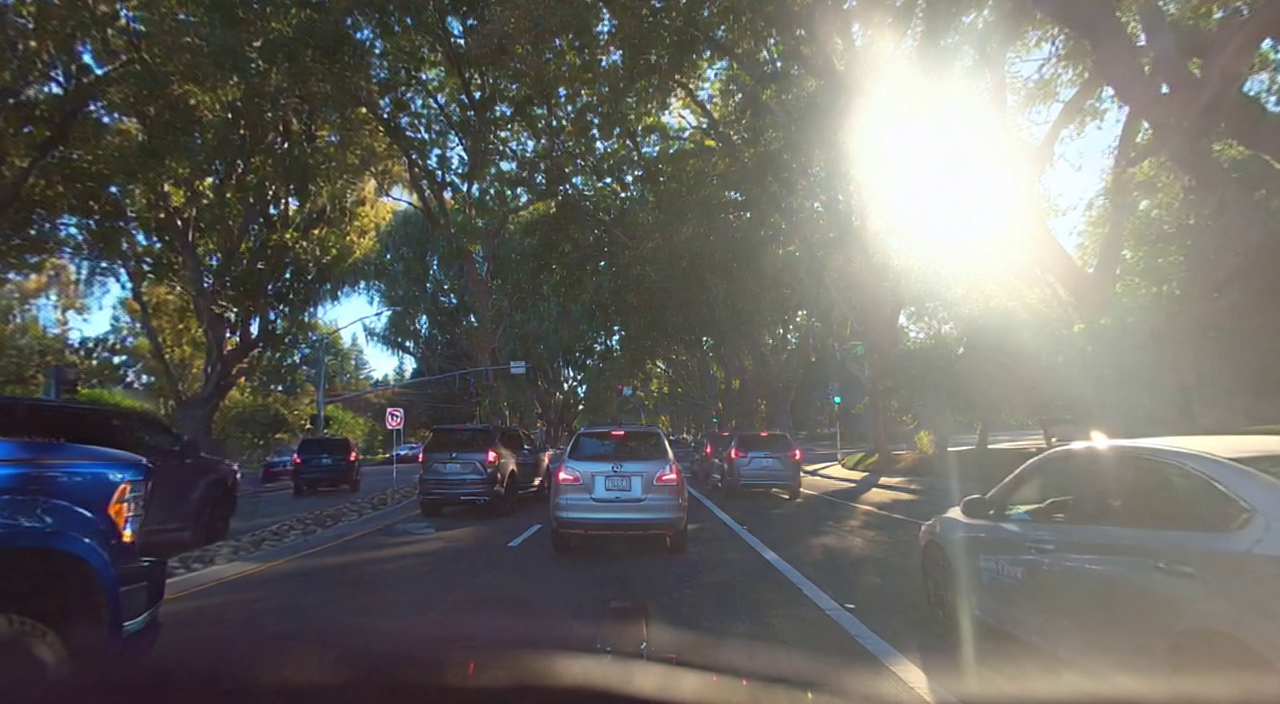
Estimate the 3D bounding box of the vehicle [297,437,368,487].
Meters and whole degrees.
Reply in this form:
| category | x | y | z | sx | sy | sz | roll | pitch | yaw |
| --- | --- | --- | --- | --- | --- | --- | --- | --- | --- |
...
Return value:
| category | x | y | z | sx | sy | sz | roll | pitch | yaw |
| --- | --- | --- | --- | --- | --- | --- | --- | --- | --- |
| vehicle | -11.655 | 4.113 | 23.981 | 2.122 | 1.653 | 4.807 | 4 | -9 | -25 |

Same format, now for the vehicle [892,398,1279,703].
| category | x | y | z | sx | sy | sz | roll | pitch | yaw |
| --- | --- | --- | --- | --- | --- | --- | --- | --- | --- |
| vehicle | 3.019 | 1.004 | 2.791 | 1.874 | 1.477 | 4.698 | 0 | -8 | 0 |

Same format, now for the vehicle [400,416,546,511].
| category | x | y | z | sx | sy | sz | roll | pitch | yaw |
| --- | --- | --- | --- | --- | --- | --- | --- | --- | --- |
| vehicle | -3.629 | 2.531 | 14.706 | 2.089 | 1.857 | 4.488 | 0 | -8 | 1 |

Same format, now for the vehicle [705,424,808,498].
| category | x | y | z | sx | sy | sz | roll | pitch | yaw |
| --- | --- | --- | --- | --- | --- | --- | --- | --- | --- |
| vehicle | 3.178 | 3.086 | 18.229 | 2.102 | 1.841 | 4.587 | 0 | -8 | 0 |

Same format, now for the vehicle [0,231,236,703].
| category | x | y | z | sx | sy | sz | roll | pitch | yaw |
| --- | --- | --- | --- | --- | --- | --- | --- | --- | --- |
| vehicle | -3.471 | 0.358 | 0.332 | 2.656 | 2.021 | 5.800 | 0 | -8 | 0 |

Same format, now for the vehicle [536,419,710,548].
| category | x | y | z | sx | sy | sz | roll | pitch | yaw |
| --- | --- | --- | --- | --- | --- | --- | --- | --- | --- |
| vehicle | -0.222 | 1.939 | 9.879 | 2.194 | 1.607 | 3.690 | 0 | -8 | 0 |
